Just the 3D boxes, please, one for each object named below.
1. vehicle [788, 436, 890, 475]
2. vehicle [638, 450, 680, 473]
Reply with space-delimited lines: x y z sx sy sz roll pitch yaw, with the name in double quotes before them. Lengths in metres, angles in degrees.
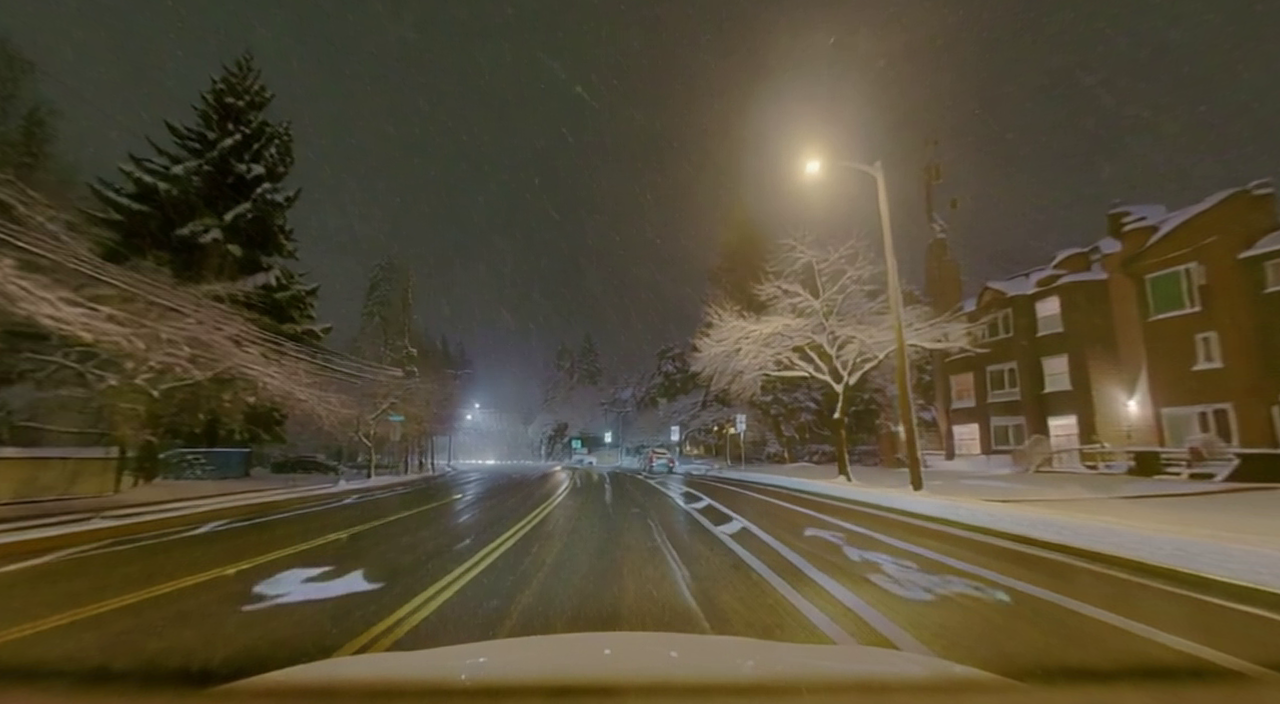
"vehicle" 10.843 5.697 34.575 4.697 1.861 2.126 0 -12 -14
"vehicle" 1.323 7.966 46.192 1.997 1.618 4.119 2 -9 -14
